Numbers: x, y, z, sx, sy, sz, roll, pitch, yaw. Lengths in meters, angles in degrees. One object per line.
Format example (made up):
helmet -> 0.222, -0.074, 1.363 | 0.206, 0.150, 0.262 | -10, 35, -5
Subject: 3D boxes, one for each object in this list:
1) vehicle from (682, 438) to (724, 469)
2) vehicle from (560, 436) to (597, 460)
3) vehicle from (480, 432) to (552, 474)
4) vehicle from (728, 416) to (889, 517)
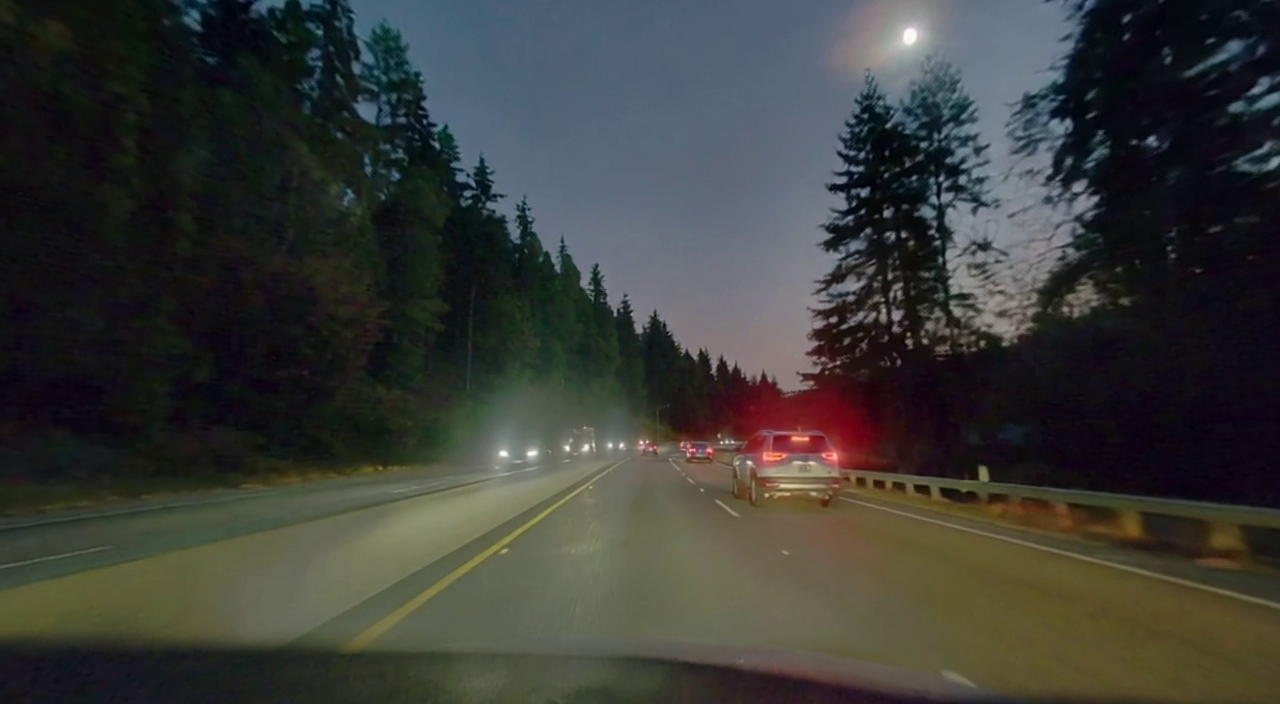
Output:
vehicle -> 3.704, 6.064, 37.836 | 2.112, 1.708, 4.380 | 0, -8, 0
vehicle -> -4.437, 7.009, 46.318 | 2.054, 1.683, 4.384 | 0, -8, 3
vehicle -> -5.301, 4.386, 27.631 | 2.146, 1.707, 4.326 | 0, -8, 1
vehicle -> 3.529, 2.505, 14.370 | 2.270, 1.897, 4.822 | 0, -8, -1
